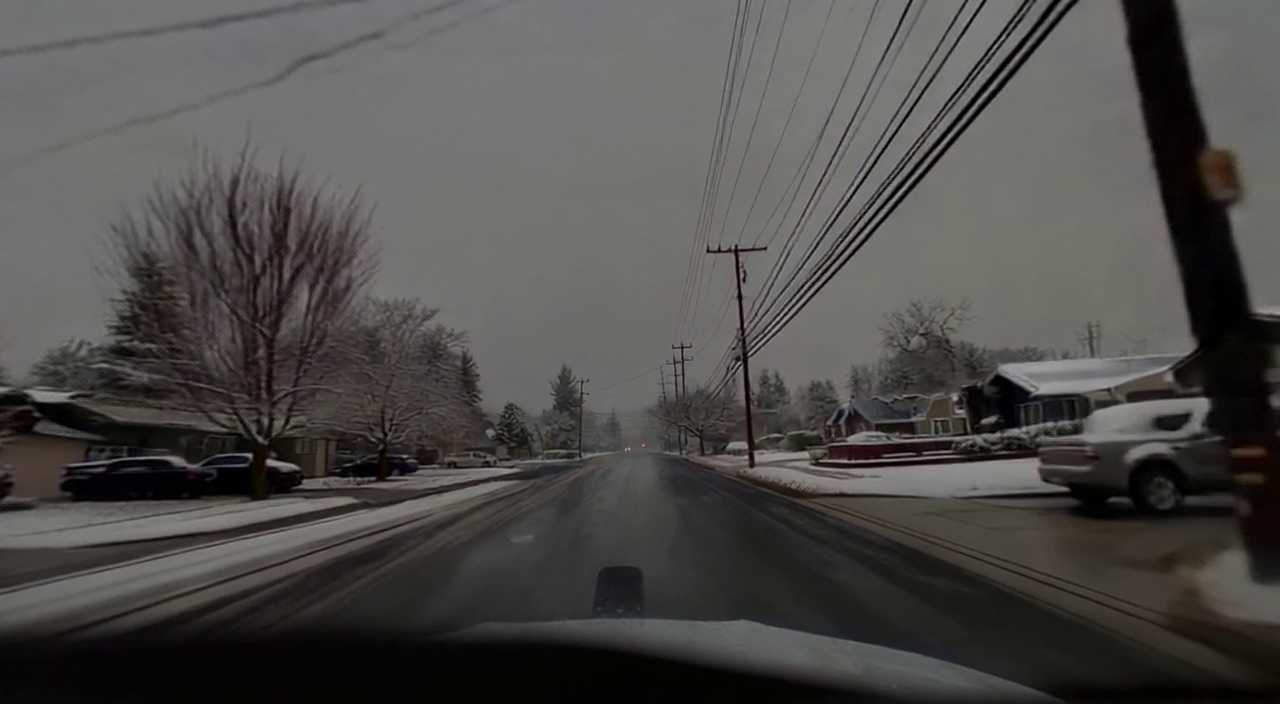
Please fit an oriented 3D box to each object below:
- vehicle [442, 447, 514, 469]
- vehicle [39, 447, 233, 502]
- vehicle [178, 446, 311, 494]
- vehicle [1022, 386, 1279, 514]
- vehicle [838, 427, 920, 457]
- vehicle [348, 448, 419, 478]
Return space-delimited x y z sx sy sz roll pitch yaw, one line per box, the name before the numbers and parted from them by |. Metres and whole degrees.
vehicle | -12.394 8.115 48.480 4.893 1.567 2.105 -1 -8 5
vehicle | -16.388 3.971 20.746 4.482 1.648 2.169 0 -9 1
vehicle | -15.195 4.486 24.347 4.232 1.693 1.949 -3 -9 17
vehicle | 9.625 1.587 10.401 5.273 1.868 2.070 0 -8 0
vehicle | 14.958 5.653 39.690 4.373 1.759 2.093 0 -10 6
vehicle | -14.925 6.428 37.073 1.978 1.586 5.192 0 -8 0
